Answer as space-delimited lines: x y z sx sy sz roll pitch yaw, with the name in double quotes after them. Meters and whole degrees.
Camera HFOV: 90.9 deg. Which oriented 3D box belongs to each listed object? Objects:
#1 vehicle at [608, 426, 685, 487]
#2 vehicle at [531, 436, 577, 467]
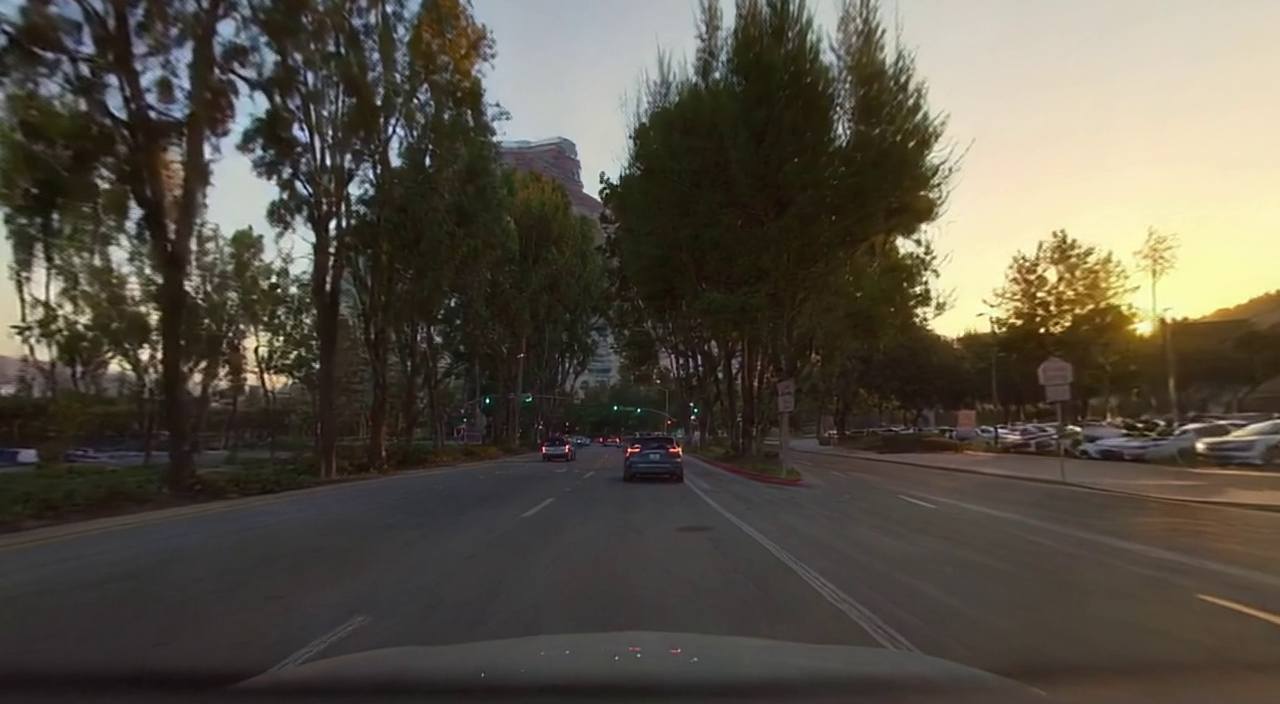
0.151 3.211 19.554 2.135 1.691 3.884 0 -9 -1 "vehicle"
-4.528 5.339 33.804 1.950 1.563 3.727 0 -9 0 "vehicle"
